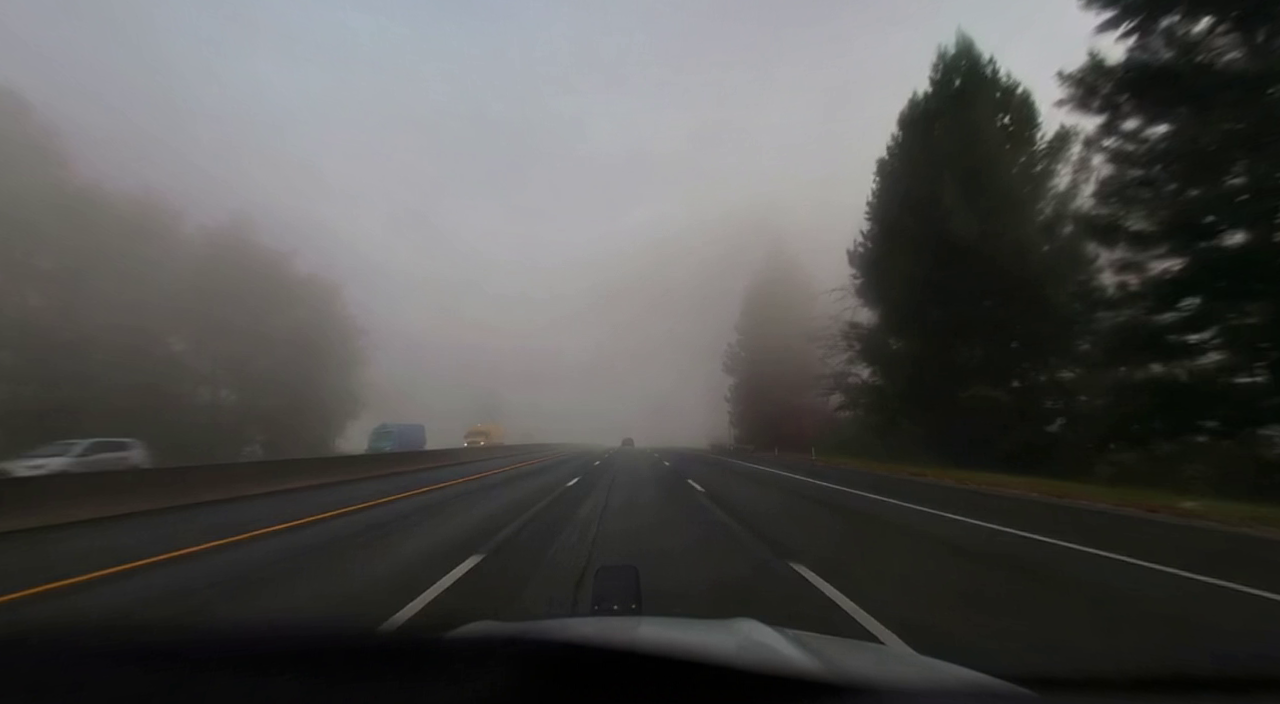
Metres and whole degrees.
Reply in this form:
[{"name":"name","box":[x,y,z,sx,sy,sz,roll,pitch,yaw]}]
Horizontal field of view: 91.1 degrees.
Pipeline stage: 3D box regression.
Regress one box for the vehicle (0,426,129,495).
[{"name":"vehicle","box":[-19.722,3.379,19.933,2.226,1.973,5.740,0,-8,0]}]
